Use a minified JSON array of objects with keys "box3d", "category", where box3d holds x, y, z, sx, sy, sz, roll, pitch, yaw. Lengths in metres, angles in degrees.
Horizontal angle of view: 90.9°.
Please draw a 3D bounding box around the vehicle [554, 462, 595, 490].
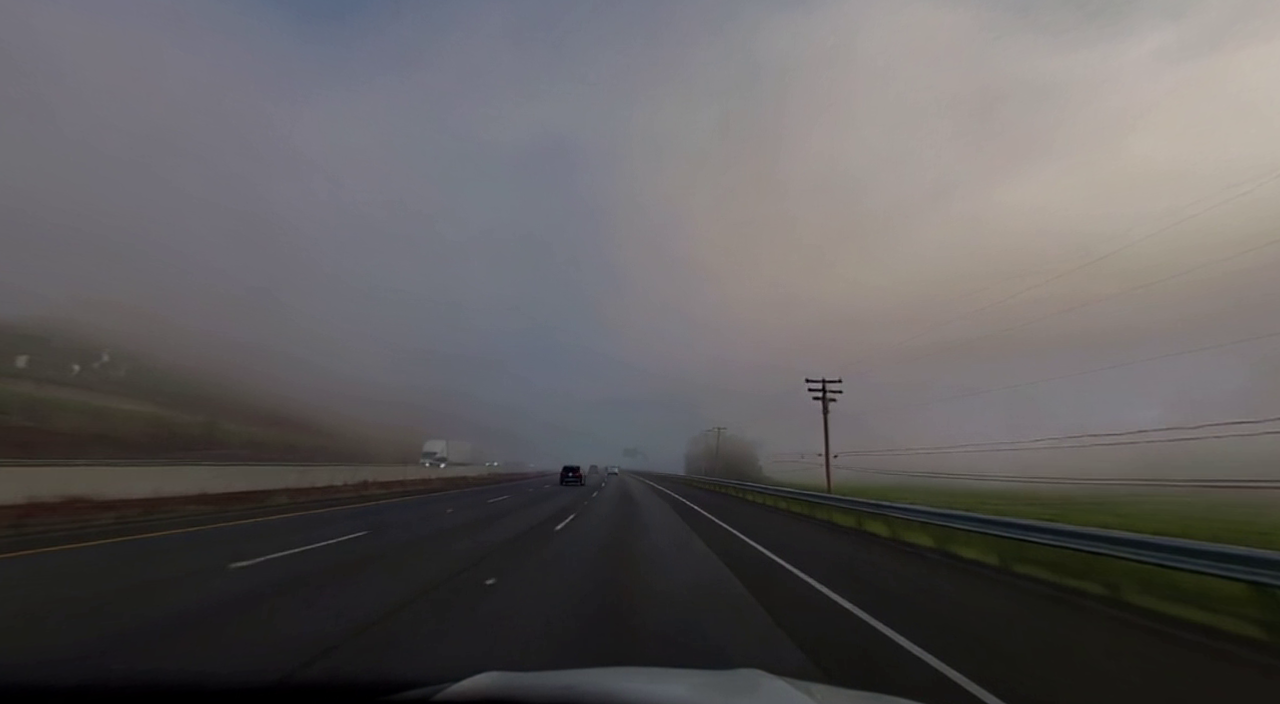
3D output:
[{"box3d":[-4.238,8.119,41.445,2.194,1.704,4.421,1,-10,0],"category":"vehicle"}]
